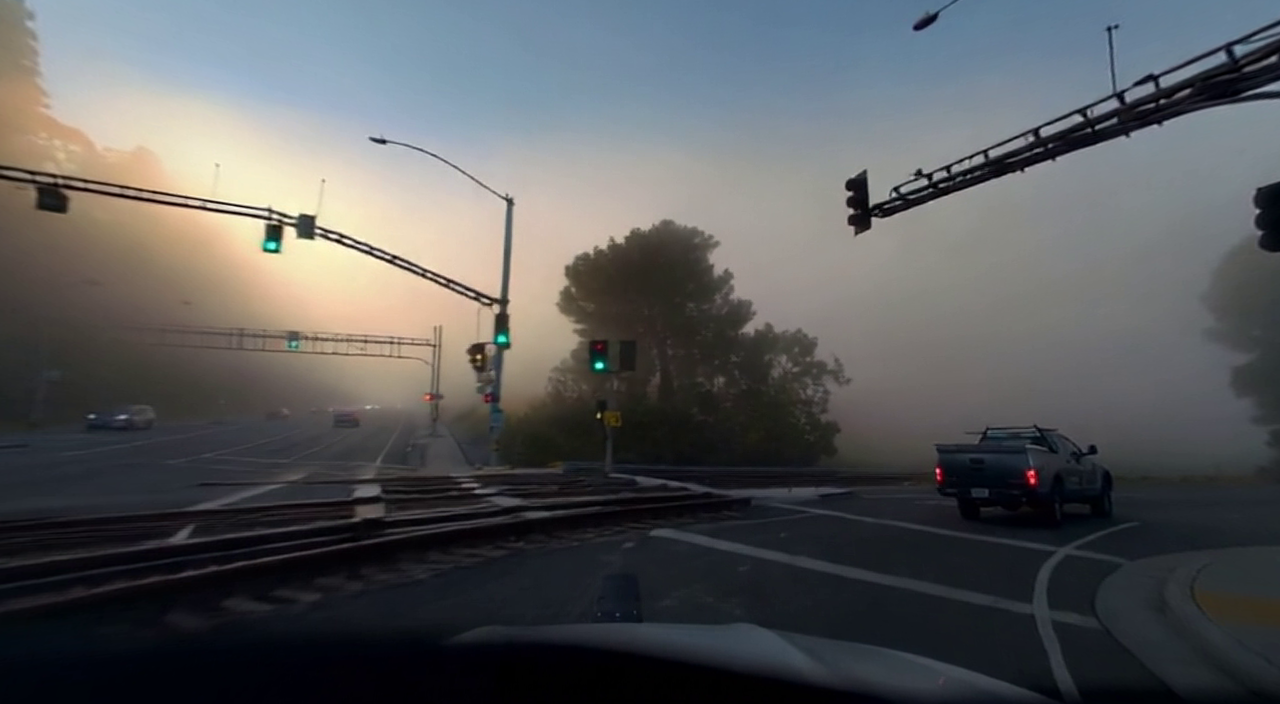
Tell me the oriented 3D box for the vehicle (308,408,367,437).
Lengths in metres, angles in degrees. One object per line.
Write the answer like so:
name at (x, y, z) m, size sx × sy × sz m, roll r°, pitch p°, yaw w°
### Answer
vehicle at (-16.712, 3.994, 35.172) m, size 2.004 × 1.482 × 4.799 m, roll 2°, pitch -8°, yaw -14°

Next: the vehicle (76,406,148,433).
vehicle at (-30.299, 3.943, 36.390) m, size 1.838 × 1.434 × 4.036 m, roll 3°, pitch -8°, yaw -20°

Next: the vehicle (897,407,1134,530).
vehicle at (7.612, 2.190, 12.588) m, size 5.251 × 1.926 × 2.404 m, roll 7°, pitch -10°, yaw -41°
